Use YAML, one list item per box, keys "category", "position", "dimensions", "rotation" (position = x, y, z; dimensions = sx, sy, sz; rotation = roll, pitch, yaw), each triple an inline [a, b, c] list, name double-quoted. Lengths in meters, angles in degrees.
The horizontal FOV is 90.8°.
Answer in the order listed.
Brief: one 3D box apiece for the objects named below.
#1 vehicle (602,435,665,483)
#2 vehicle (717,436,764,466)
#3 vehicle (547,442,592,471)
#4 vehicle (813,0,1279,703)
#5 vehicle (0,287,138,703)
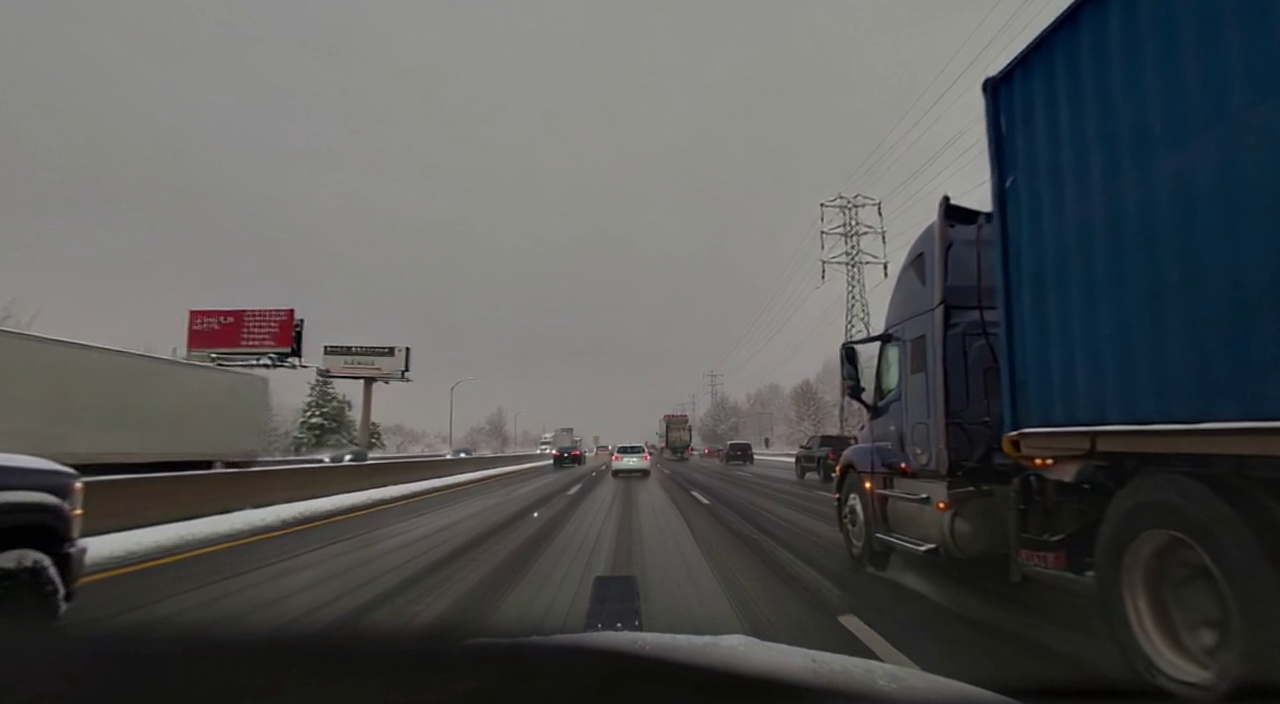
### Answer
- category: "vehicle"
  position: [-0.223, 4.074, 24.273]
  dimensions: [2.191, 1.685, 4.015]
  rotation: [0, -9, 0]
- category: "vehicle"
  position: [7.001, 6.968, 44.560]
  dimensions: [2.302, 1.973, 5.502]
  rotation: [0, -9, -1]
- category: "vehicle"
  position: [-3.889, 5.858, 35.541]
  dimensions: [2.025, 1.498, 4.675]
  rotation: [0, -9, 0]
- category: "vehicle"
  position: [3.610, -0.212, 3.164]
  dimensions: [3.013, 3.940, 7.933]
  rotation: [0, -9, -1]
- category: "vehicle"
  position: [-4.169, 0.382, 0.628]
  dimensions: [2.323, 2.046, 6.006]
  rotation: [0, -9, 1]
